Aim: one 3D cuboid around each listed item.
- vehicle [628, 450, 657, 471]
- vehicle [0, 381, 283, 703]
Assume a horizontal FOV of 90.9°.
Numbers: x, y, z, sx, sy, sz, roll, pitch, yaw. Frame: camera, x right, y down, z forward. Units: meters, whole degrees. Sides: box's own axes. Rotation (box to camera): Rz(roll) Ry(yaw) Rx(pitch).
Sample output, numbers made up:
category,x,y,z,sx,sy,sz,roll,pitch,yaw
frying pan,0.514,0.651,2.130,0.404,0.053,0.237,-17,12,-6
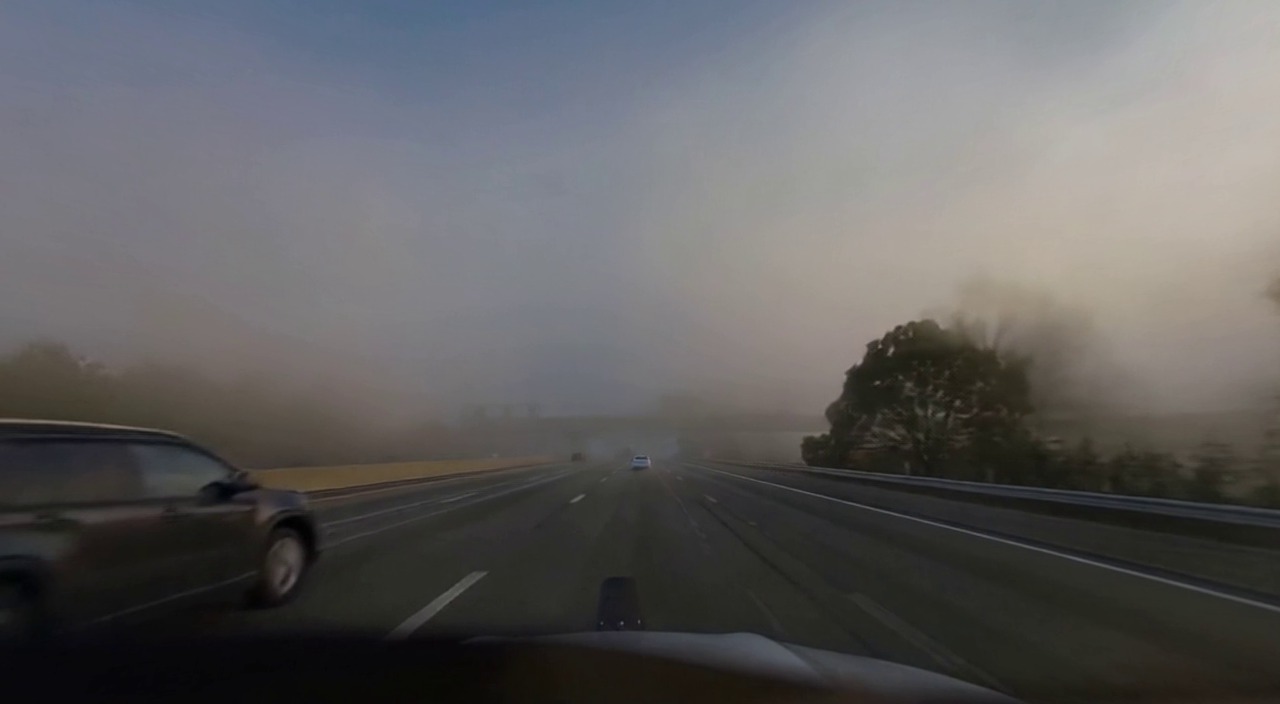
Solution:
category,x,y,z,sx,sy,sz,roll,pitch,yaw
vehicle,0.149,8.204,47.899,2.113,1.537,4.208,0,-9,0
vehicle,-4.039,0.992,3.019,2.055,1.665,4.373,0,-9,0
